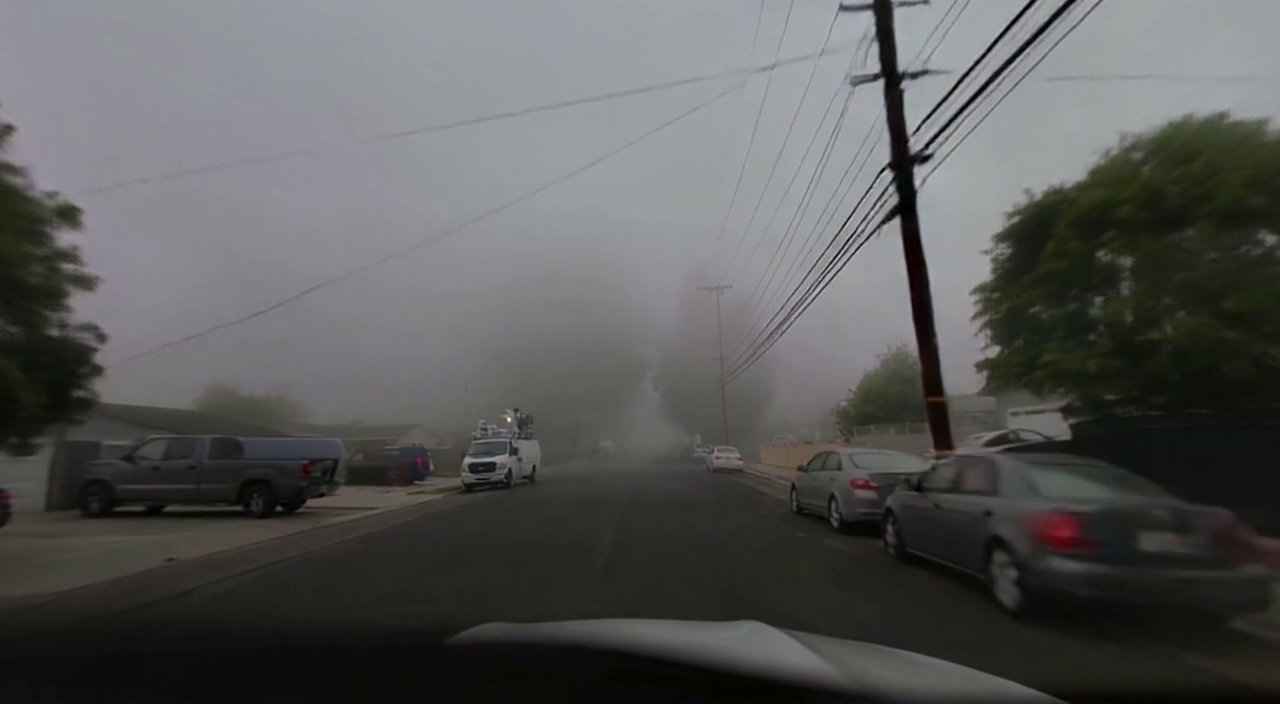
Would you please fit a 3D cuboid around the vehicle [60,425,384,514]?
[{"bbox_3d":[-10.464,2.977,16.311,6.540,2.079,2.565,0,-8,1],"label":"vehicle"}]

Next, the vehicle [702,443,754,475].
[{"bbox_3d":[4.520,5.587,33.180,2.016,1.544,4.645,0,-8,0],"label":"vehicle"}]

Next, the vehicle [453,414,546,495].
[{"bbox_3d":[-5.742,4.271,26.699,2.313,2.875,6.057,-4,-8,2],"label":"vehicle"}]

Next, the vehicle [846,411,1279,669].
[{"bbox_3d":[3.761,1.487,6.289,1.970,1.530,4.899,0,-8,3],"label":"vehicle"}]
